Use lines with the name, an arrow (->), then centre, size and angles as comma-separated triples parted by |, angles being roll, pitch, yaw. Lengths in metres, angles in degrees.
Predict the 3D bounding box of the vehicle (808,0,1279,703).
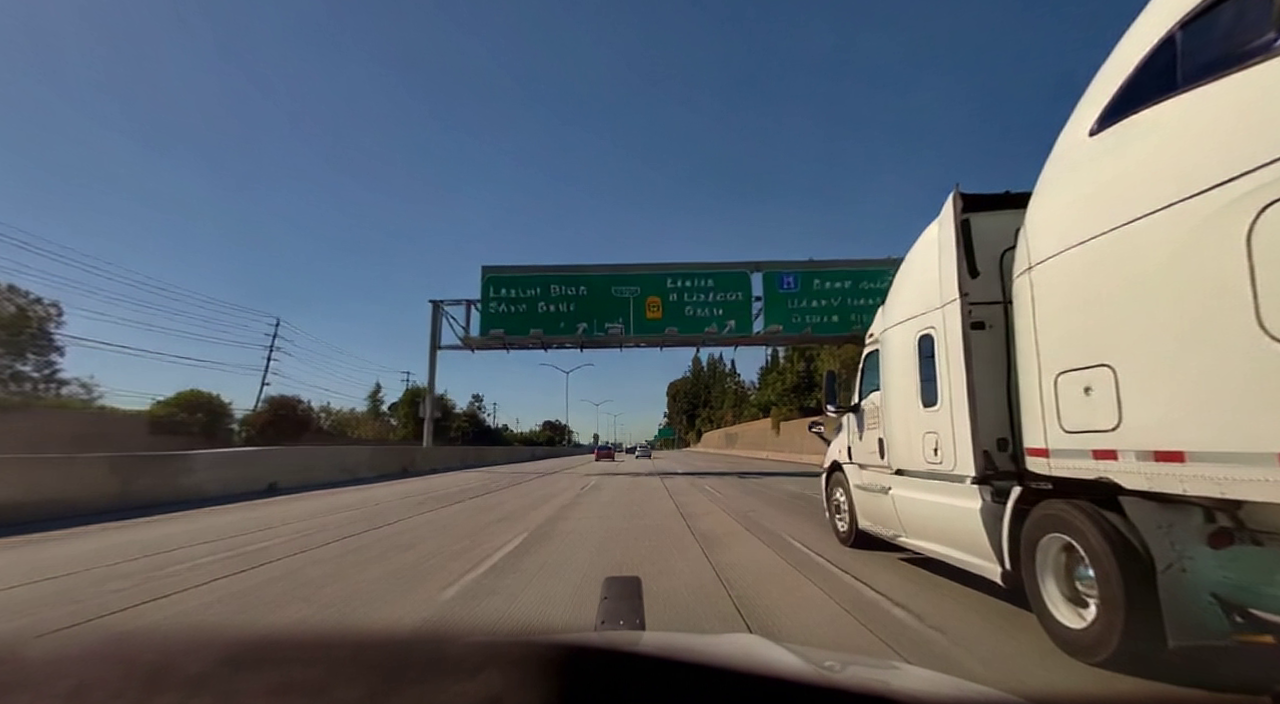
vehicle -> 4.052, 0.293, 6.246 | 3.042, 4.037, 7.253 | 0, -9, 3
